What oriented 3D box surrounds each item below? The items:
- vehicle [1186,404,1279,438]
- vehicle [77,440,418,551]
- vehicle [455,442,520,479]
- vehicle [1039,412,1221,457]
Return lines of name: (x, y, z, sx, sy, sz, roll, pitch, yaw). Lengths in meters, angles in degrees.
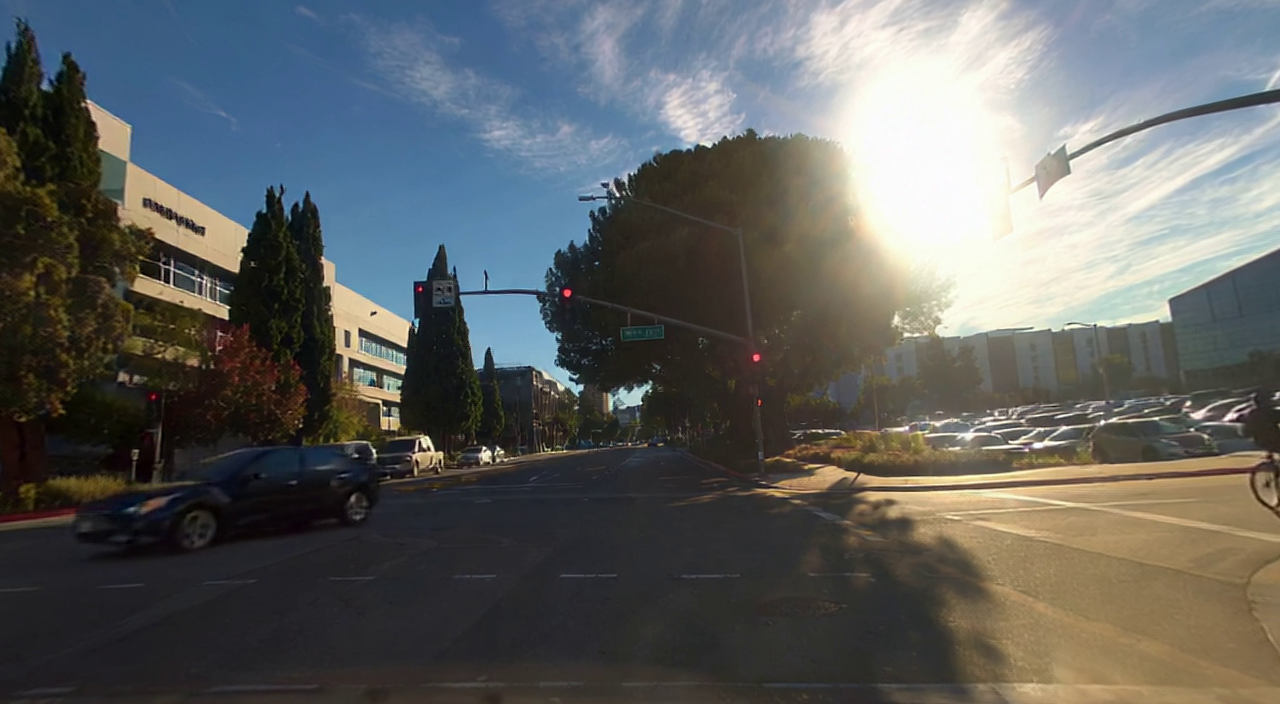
vehicle: (34.907, 4.027, 36.649, 4.326, 1.511, 1.725, -8, -9, 17)
vehicle: (-6.208, 2.217, 10.390, 4.385, 1.419, 1.855, 8, -12, -39)
vehicle: (-6.985, 4.998, 29.321, 2.024, 1.470, 4.153, -3, -9, -1)
vehicle: (16.918, 2.908, 22.111, 4.560, 1.453, 1.851, -3, -9, 18)
